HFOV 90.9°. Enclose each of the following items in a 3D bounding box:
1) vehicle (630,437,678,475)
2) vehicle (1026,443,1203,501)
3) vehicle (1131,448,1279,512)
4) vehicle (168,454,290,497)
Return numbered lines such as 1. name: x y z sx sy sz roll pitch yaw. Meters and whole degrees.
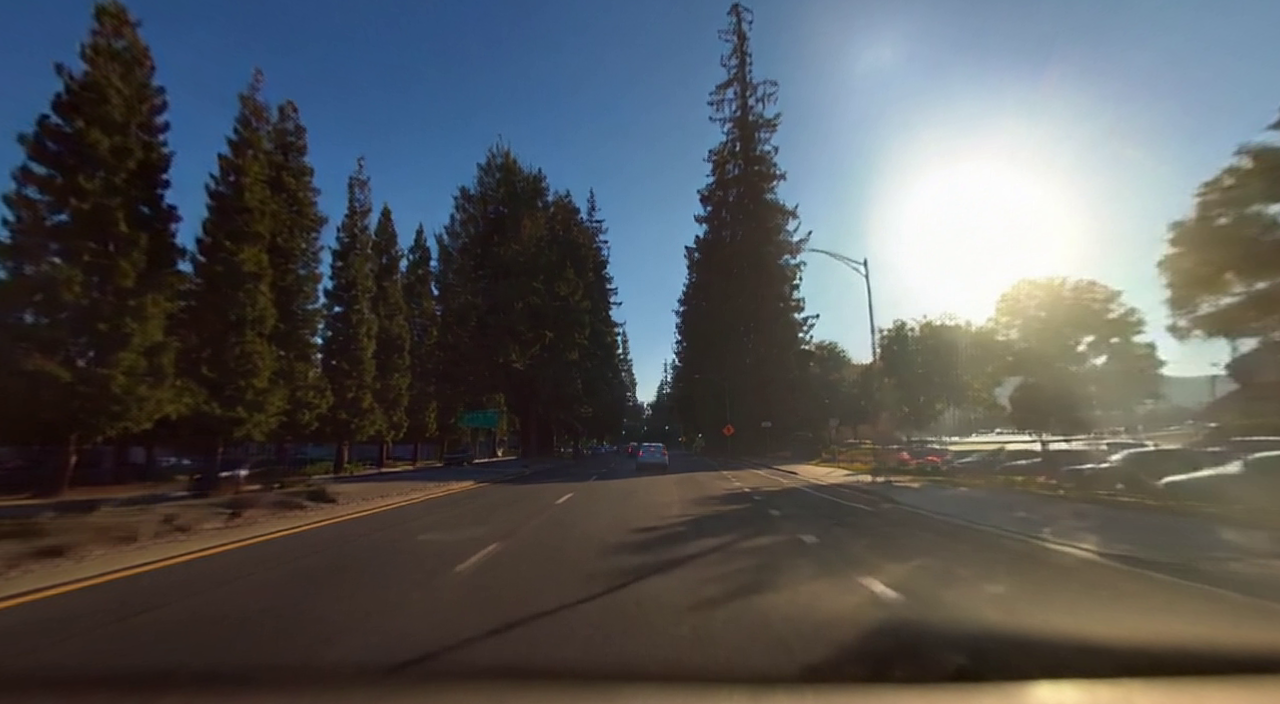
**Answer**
1. vehicle: 0.638 5.014 30.460 2.135 1.691 3.884 0 -9 0
2. vehicle: 16.063 4.062 21.501 4.413 1.471 1.823 -5 -7 1
3. vehicle: 15.373 3.177 15.863 4.400 1.480 1.824 0 -9 2
4. vehicle: -16.284 4.883 25.298 1.895 1.513 4.362 0 -9 1
